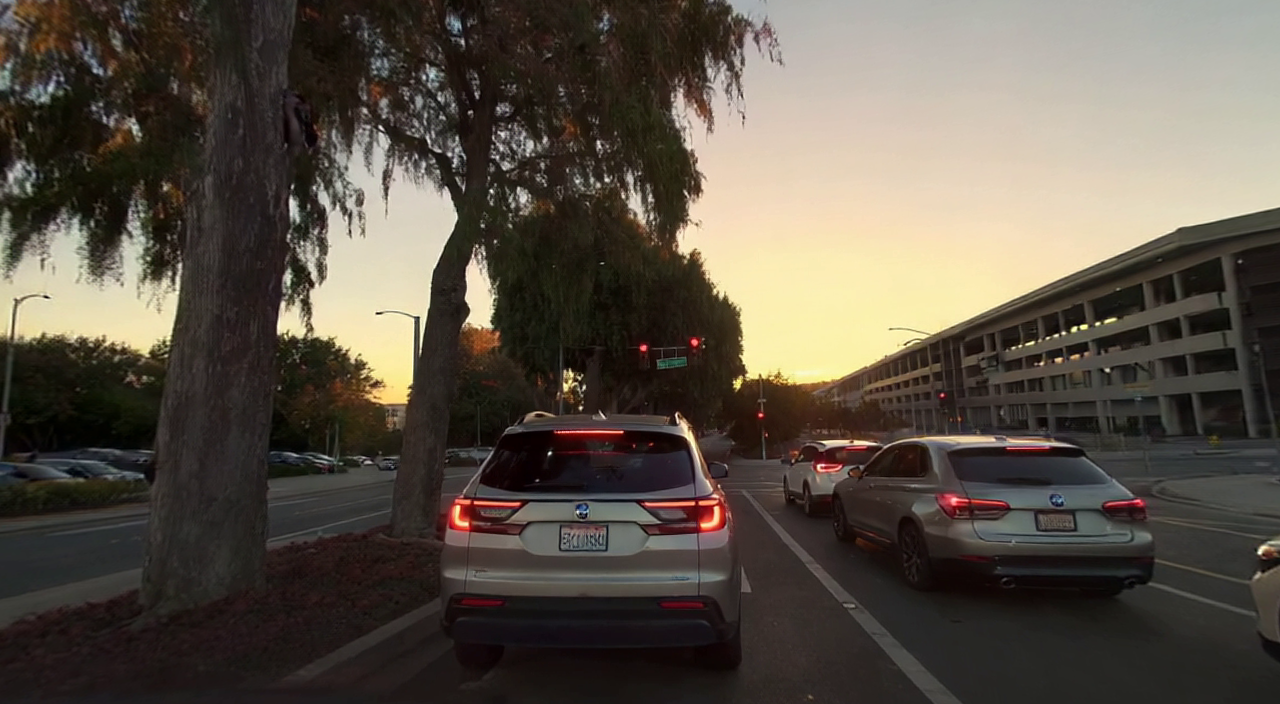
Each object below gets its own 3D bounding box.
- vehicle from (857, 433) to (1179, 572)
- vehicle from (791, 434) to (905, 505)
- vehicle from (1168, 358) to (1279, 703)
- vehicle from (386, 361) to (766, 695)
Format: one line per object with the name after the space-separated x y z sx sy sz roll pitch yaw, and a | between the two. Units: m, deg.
4.894 1.973 9.171 1.963 1.480 4.553 0 -8 2 | vehicle
5.319 3.034 16.733 1.994 1.638 4.100 -1 -9 6 | vehicle
4.057 0.609 1.115 1.993 1.719 4.953 0 -8 1 | vehicle
-0.215 1.237 5.565 2.021 1.742 4.295 -1 -8 4 | vehicle
